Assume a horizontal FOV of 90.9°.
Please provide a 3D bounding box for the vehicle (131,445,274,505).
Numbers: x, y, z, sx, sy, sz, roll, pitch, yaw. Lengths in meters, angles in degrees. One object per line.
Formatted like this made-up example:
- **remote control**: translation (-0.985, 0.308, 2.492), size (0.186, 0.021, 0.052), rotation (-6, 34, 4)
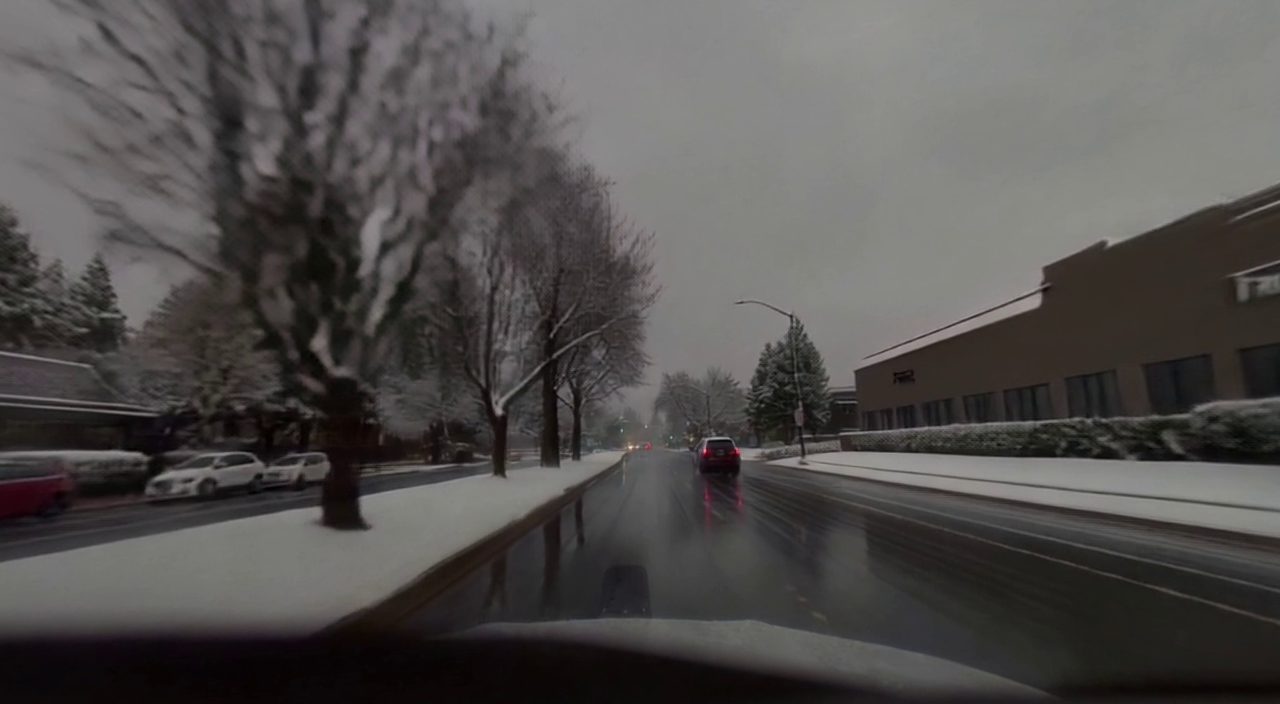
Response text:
- **vehicle**: translation (-16.489, 4.598, 24.186), size (2.005, 2.034, 4.904), rotation (0, -8, -1)

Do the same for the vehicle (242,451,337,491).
- **vehicle**: translation (-16.447, 5.569, 29.853), size (1.980, 1.695, 4.350), rotation (0, -8, 0)

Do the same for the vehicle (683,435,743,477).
- **vehicle**: translation (3.214, 4.693, 28.687), size (2.143, 1.759, 4.378), rotation (0, -8, 0)
